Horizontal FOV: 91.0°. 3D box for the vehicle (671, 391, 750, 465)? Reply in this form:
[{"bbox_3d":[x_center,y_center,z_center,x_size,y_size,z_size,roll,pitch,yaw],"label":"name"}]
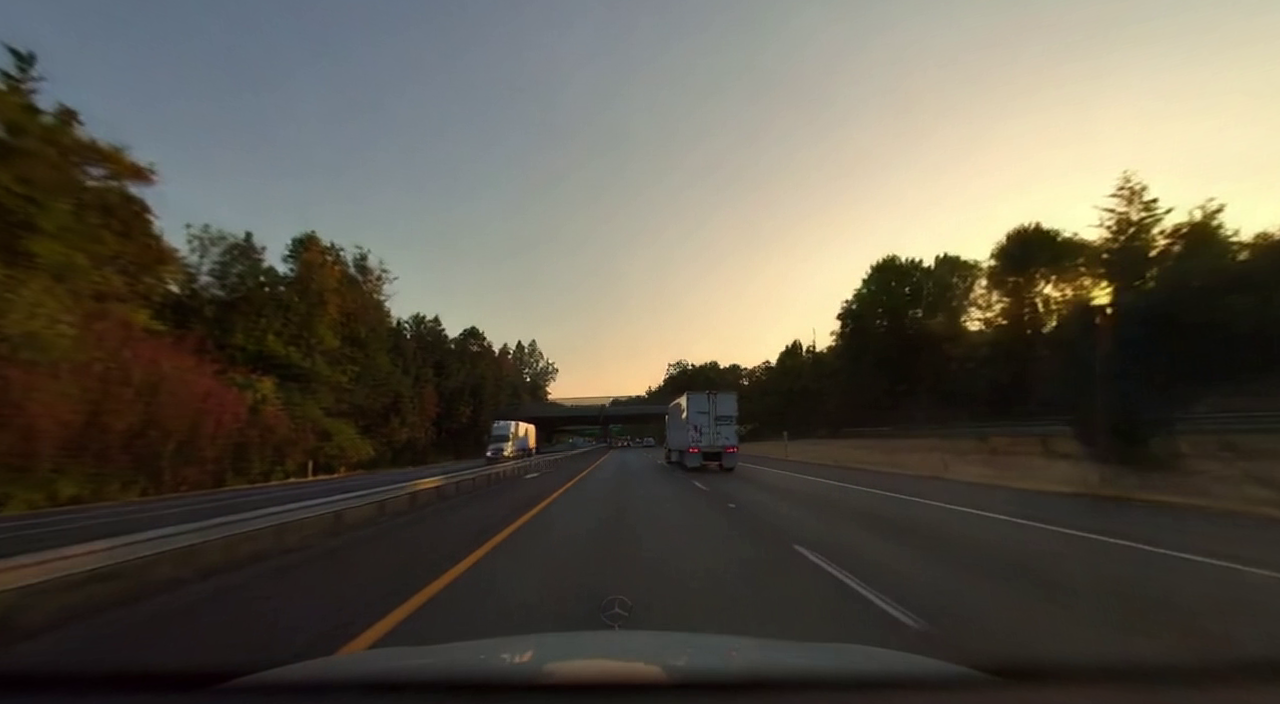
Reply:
[{"bbox_3d":[4.311,5.243,42.537,3.223,4.082,14.353,0,-8,-2],"label":"vehicle"}]
